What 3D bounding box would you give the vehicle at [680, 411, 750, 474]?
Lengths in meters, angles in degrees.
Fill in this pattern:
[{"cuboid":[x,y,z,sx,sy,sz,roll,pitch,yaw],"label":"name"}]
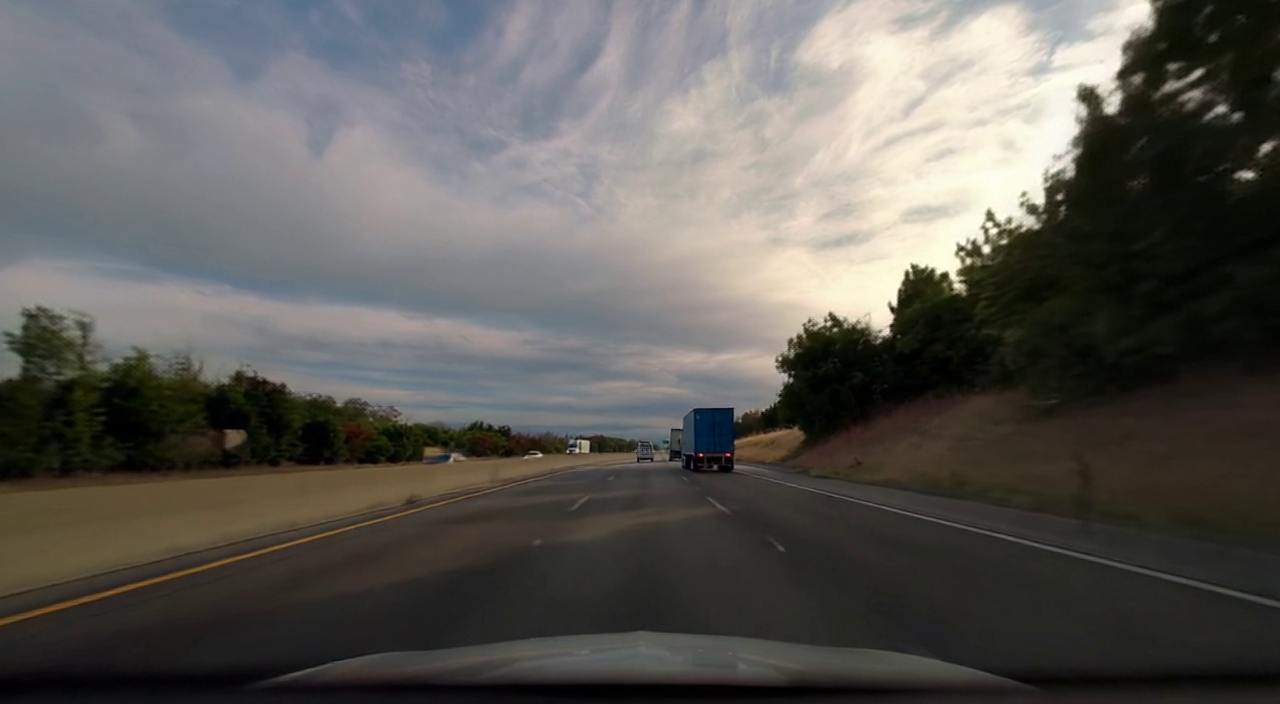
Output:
[{"cuboid":[4.327,5.537,38.372,2.960,3.381,8.914,0,-9,-1],"label":"vehicle"}]
